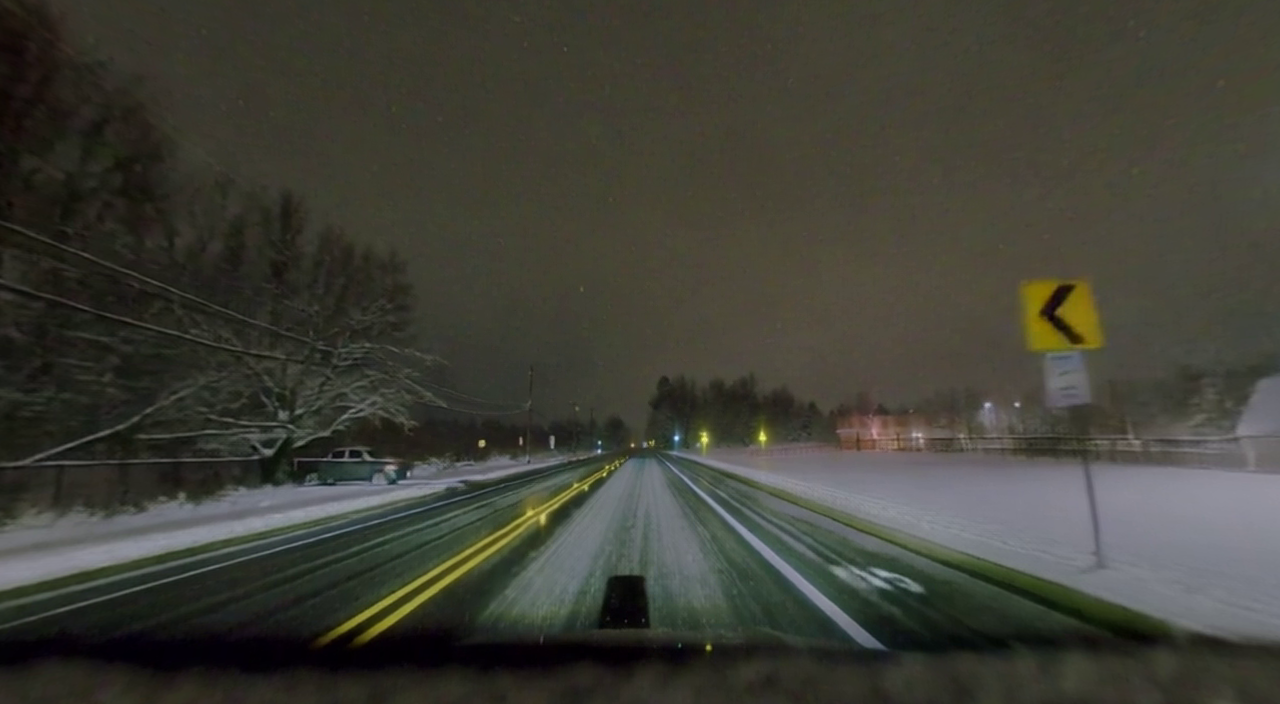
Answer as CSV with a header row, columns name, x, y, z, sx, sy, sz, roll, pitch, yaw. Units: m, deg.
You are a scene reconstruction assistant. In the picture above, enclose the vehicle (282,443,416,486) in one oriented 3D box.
name,x,y,z,sx,sy,sz,roll,pitch,yaw
vehicle,-12.643,4.915,27.675,4.813,1.763,2.048,0,-8,-2
